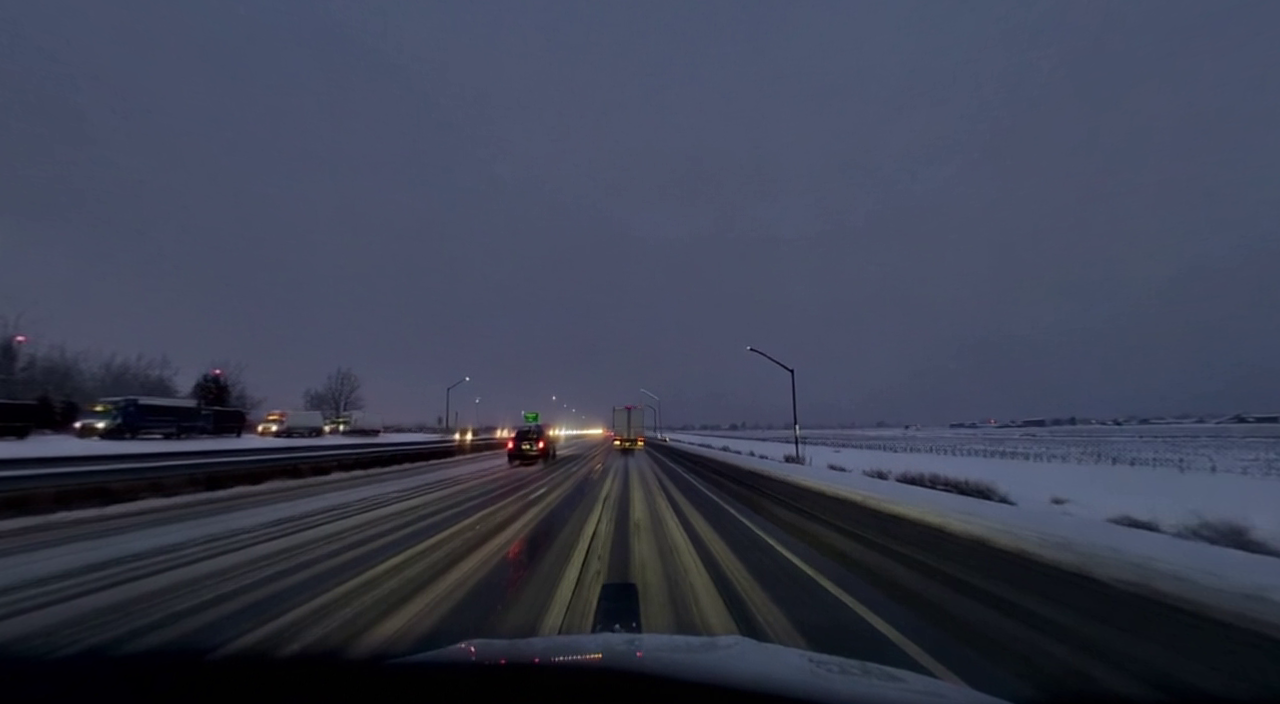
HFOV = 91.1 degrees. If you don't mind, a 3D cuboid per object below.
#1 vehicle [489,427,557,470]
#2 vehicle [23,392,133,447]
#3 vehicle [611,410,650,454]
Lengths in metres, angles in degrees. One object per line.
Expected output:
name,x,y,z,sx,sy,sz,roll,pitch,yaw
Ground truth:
vehicle,-4.504,3.748,24.760,1.932,1.544,3.864,0,-8,0
vehicle,-41.691,5.100,46.906,3.085,3.843,5.439,1,-7,-2
vehicle,-0.681,5.344,41.929,2.418,2.704,6.445,0,-8,-2
